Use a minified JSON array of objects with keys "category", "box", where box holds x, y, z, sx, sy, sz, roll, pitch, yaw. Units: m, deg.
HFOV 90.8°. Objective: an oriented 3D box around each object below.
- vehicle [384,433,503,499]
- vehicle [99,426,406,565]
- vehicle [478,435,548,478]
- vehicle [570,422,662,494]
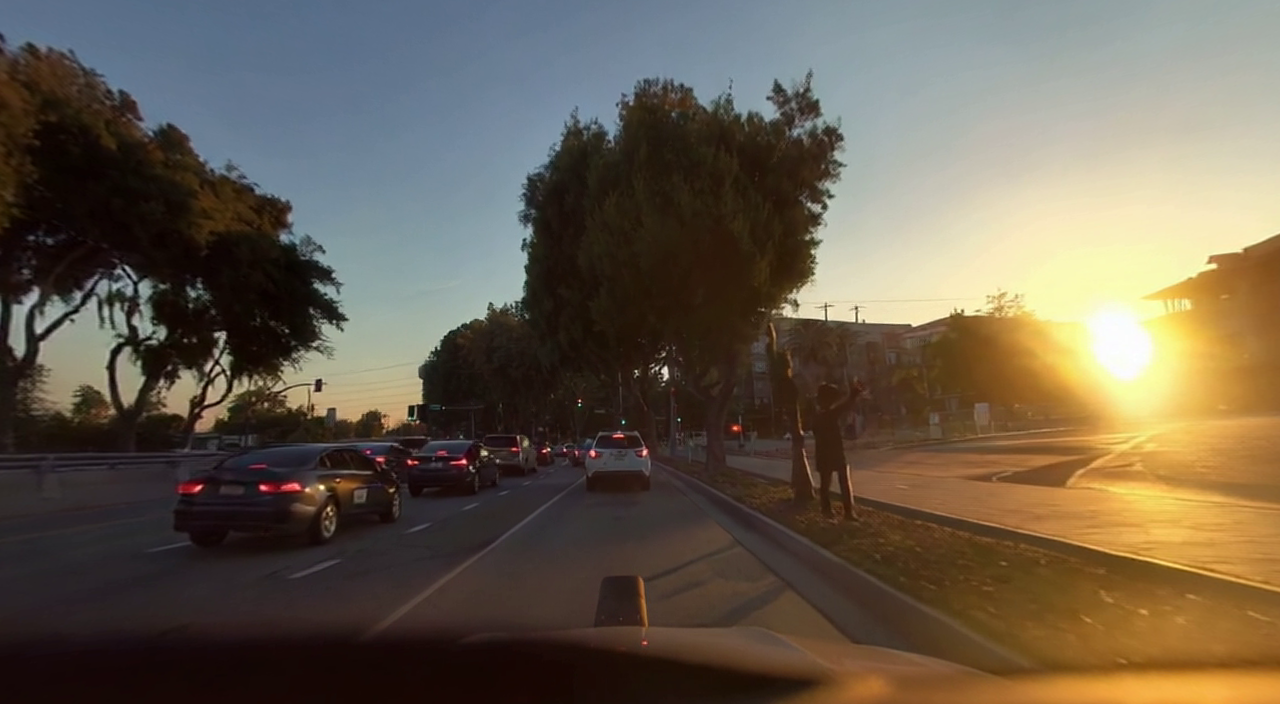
[{"category":"vehicle","box":[-5.536,3.267,18.491,2.010,1.674,4.484,0,-9,1]},{"category":"vehicle","box":[-5.367,2.010,9.602,2.069,1.616,4.108,0,-9,-1]},{"category":"vehicle","box":[-5.590,4.670,28.473,2.188,1.774,4.477,0,-9,0]},{"category":"vehicle","box":[-0.692,3.069,18.590,2.368,1.829,4.293,0,-9,-2]}]
